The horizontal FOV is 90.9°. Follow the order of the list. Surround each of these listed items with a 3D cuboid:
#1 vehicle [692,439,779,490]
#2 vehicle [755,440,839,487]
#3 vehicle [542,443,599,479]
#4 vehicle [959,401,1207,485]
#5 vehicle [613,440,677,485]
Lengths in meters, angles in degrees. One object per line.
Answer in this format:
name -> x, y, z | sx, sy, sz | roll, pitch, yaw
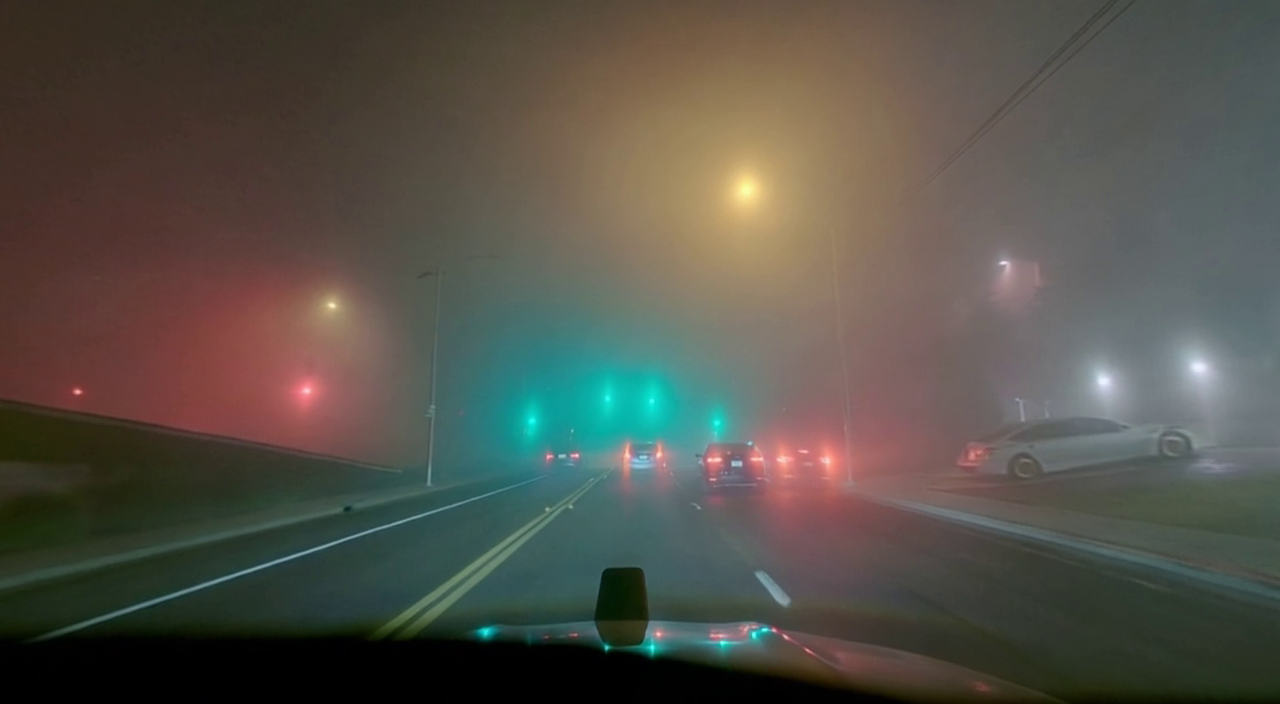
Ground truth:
vehicle -> 3.034, 3.679, 21.012 | 2.158, 1.483, 4.415 | 0, -8, -1
vehicle -> 5.872, 4.205, 24.245 | 2.011, 1.620, 4.694 | 0, -8, 0
vehicle -> -3.127, 4.981, 29.163 | 2.012, 1.505, 4.205 | -1, -8, 2
vehicle -> 13.771, 2.860, 19.925 | 5.929, 1.970, 2.381 | -5, -8, -2
vehicle -> 0.165, 3.987, 23.133 | 2.101, 1.467, 4.210 | 0, -8, 0
